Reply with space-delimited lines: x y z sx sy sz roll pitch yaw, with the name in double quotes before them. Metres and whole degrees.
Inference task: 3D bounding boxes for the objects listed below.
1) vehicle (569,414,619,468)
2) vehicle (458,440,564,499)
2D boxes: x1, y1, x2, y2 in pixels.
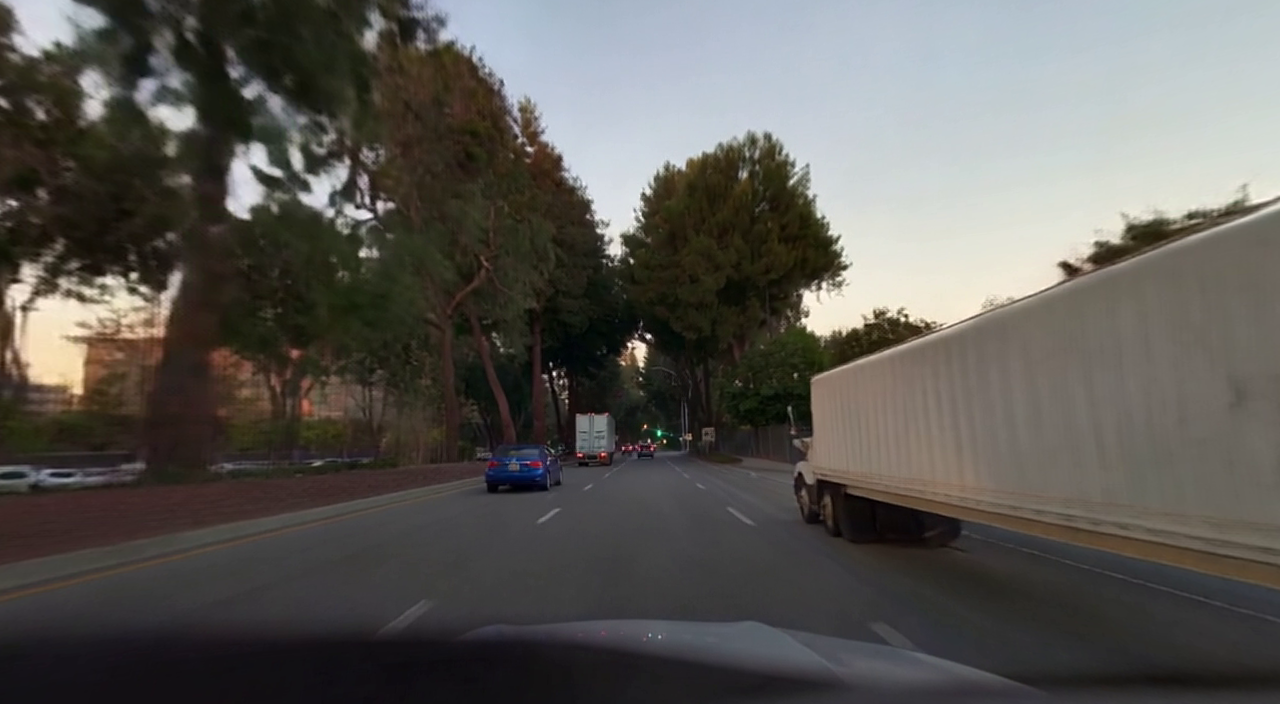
"vehicle" -2.953 6.087 43.080 2.746 3.276 8.572 0 -8 0
"vehicle" -3.498 3.290 18.056 2.005 1.462 4.345 0 -8 2
